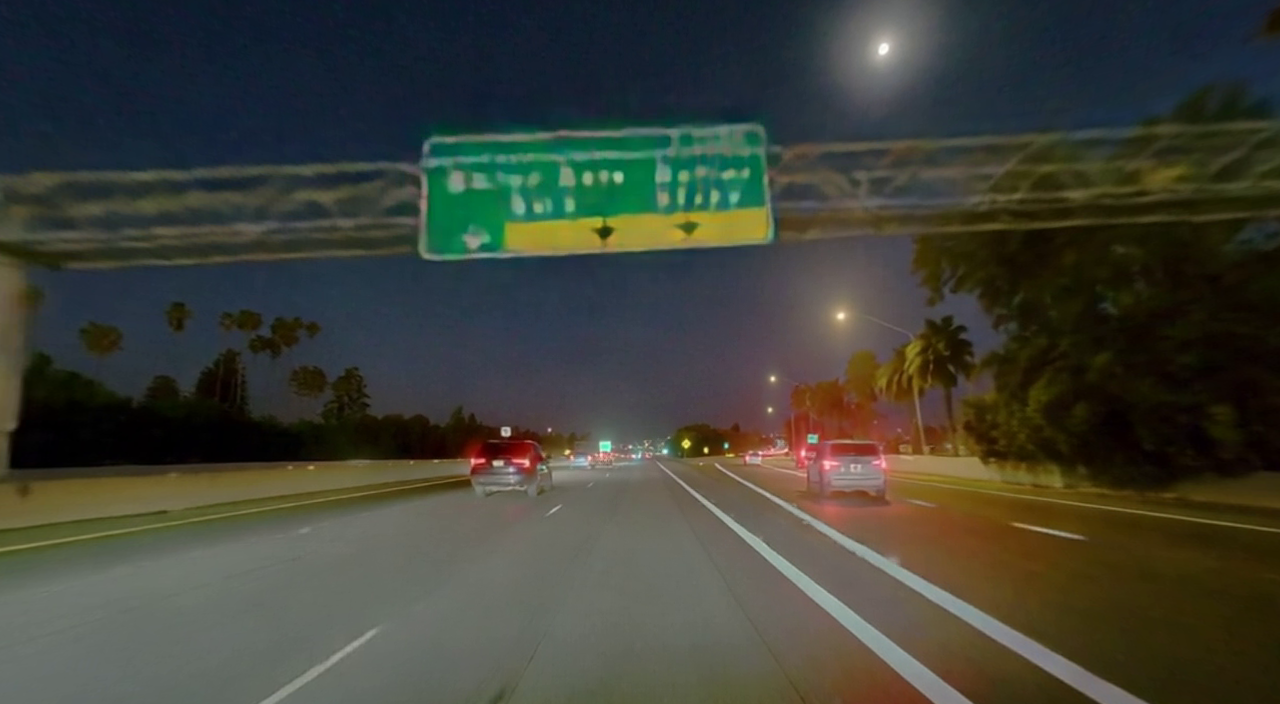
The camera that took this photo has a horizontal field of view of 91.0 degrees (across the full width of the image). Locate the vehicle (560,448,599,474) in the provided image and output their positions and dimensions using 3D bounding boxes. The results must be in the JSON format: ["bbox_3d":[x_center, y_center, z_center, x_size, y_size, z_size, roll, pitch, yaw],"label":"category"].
[{"bbox_3d":[-3.868,7.061,41.072,2.052,1.545,4.470,0,-9,1],"label":"vehicle"}]

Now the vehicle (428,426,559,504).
[{"bbox_3d":[-4.038,3.285,18.762,2.420,1.937,5.916,0,-9,1],"label":"vehicle"}]

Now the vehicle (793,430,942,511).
[{"bbox_3d":[5.798,3.101,16.955,2.303,1.791,5.247,-1,-9,4],"label":"vehicle"}]
